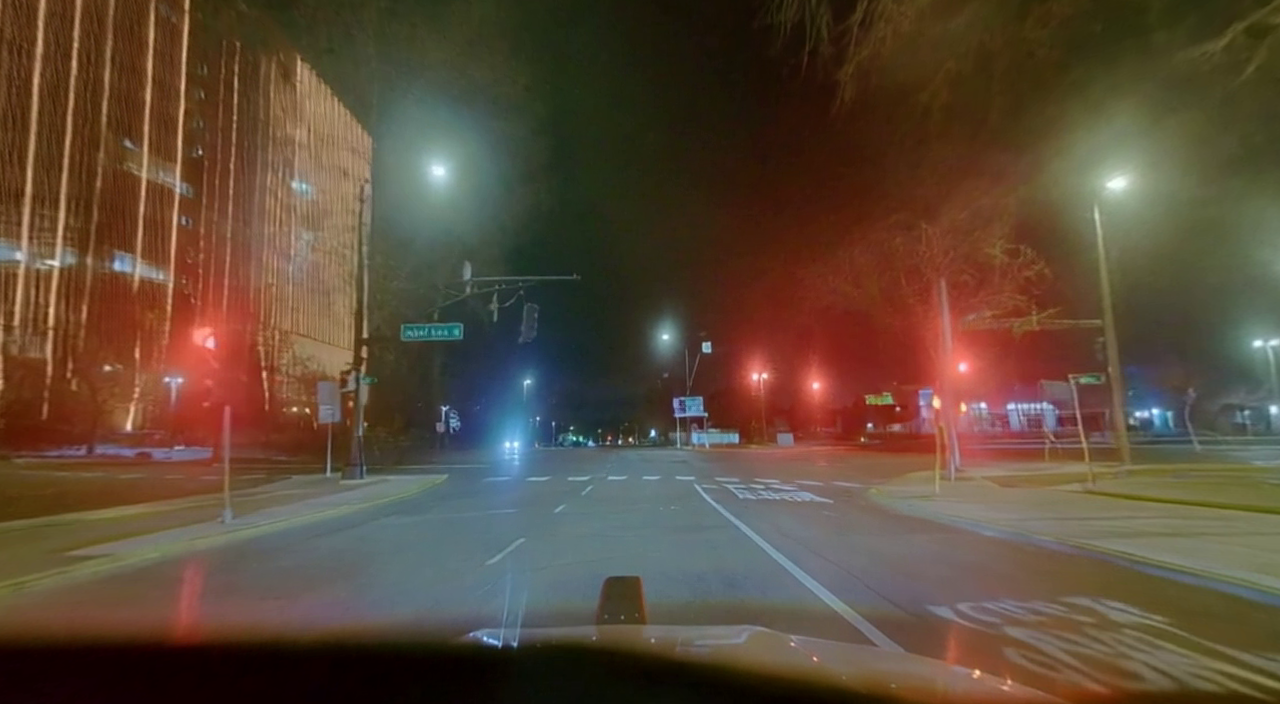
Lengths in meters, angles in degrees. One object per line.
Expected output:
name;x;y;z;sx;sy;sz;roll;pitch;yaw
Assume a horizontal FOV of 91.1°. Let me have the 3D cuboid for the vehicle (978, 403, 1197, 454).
vehicle;31.013;5.397;43.912;12.822;3.296;3.033;0;-9;0
